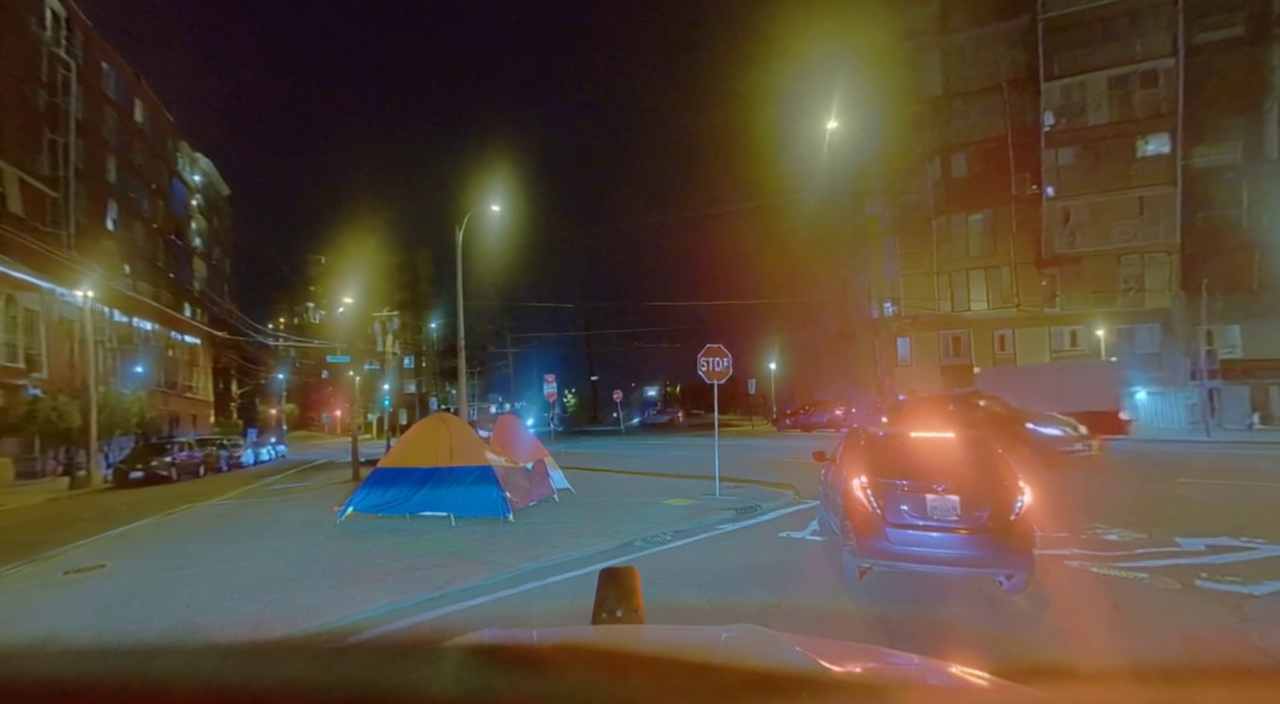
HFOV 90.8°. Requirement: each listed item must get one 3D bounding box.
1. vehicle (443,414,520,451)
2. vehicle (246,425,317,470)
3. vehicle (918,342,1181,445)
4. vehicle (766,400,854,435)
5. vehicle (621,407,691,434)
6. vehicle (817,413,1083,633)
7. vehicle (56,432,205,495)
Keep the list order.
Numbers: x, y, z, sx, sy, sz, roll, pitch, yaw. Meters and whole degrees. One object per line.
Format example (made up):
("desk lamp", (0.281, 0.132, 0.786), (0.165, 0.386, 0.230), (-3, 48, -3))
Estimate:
("vehicle", (-7.998, 4.071, 31.647), (1.870, 1.724, 4.320), (7, -11, -42))
("vehicle", (-15.189, 4.079, 27.008), (1.987, 1.686, 3.971), (1, -8, -20))
("vehicle", (14.056, 1.713, 22.213), (7.172, 3.075, 2.584), (-8, -11, 43))
("vehicle", (9.214, 3.617, 34.472), (1.805, 1.694, 4.214), (7, -11, -43))
("vehicle", (0.897, 4.236, 38.820), (1.790, 1.468, 4.422), (7, -11, -40))
("vehicle", (3.674, 1.625, 7.122), (1.945, 1.647, 4.160), (-6, -10, 33))
("vehicle", (-16.541, 3.607, 20.931), (2.054, 1.800, 5.212), (2, -9, -18))
